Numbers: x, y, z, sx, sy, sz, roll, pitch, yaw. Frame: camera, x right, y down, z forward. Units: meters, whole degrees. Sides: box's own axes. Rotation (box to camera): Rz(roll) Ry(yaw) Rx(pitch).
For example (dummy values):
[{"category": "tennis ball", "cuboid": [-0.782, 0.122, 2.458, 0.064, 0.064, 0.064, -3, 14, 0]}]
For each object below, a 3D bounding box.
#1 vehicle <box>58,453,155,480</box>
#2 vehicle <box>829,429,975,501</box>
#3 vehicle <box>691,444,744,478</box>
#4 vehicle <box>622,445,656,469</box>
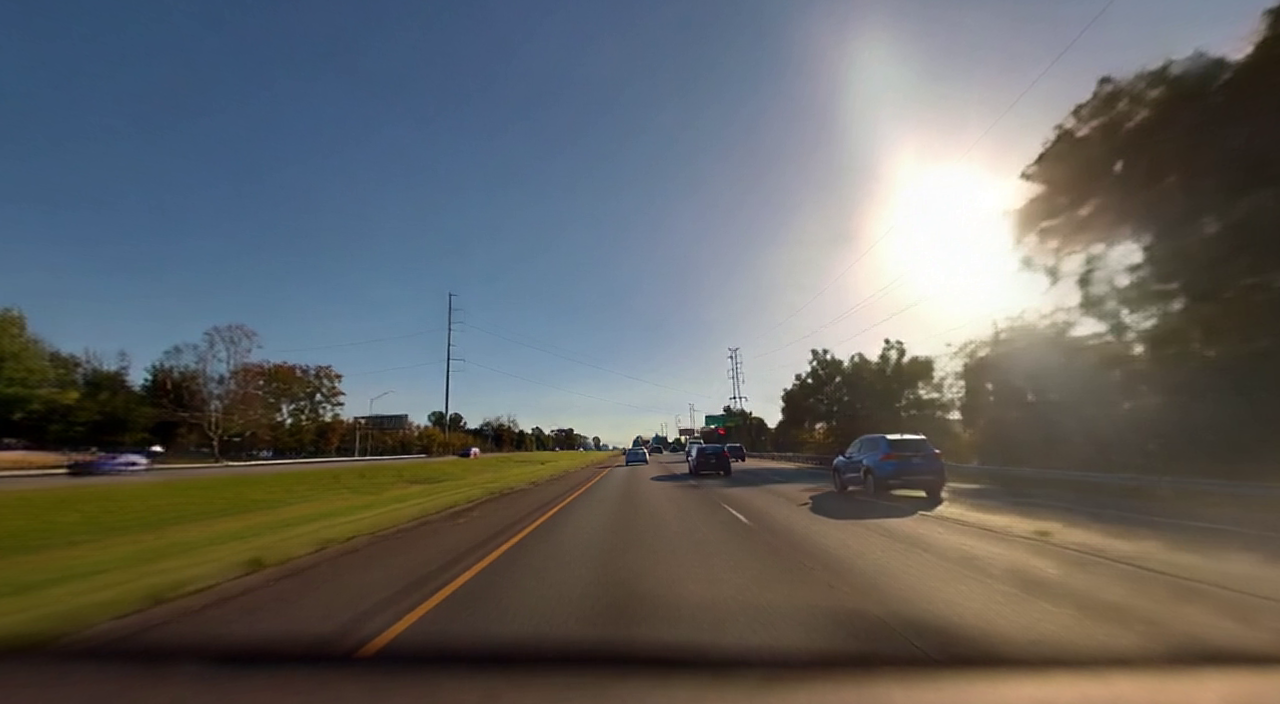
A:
[{"category": "vehicle", "cuboid": [-32.581, 7.005, 38.798, 1.860, 1.489, 4.676, 0, -9, 0]}, {"category": "vehicle", "cuboid": [7.333, 3.208, 18.384, 2.114, 1.800, 4.779, 0, -9, -1]}, {"category": "vehicle", "cuboid": [3.655, 5.222, 30.580, 1.978, 1.488, 4.252, 0, -9, -1]}, {"category": "vehicle", "cuboid": [-0.094, 6.755, 40.732, 2.085, 1.449, 3.860, 0, -9, 0]}]
